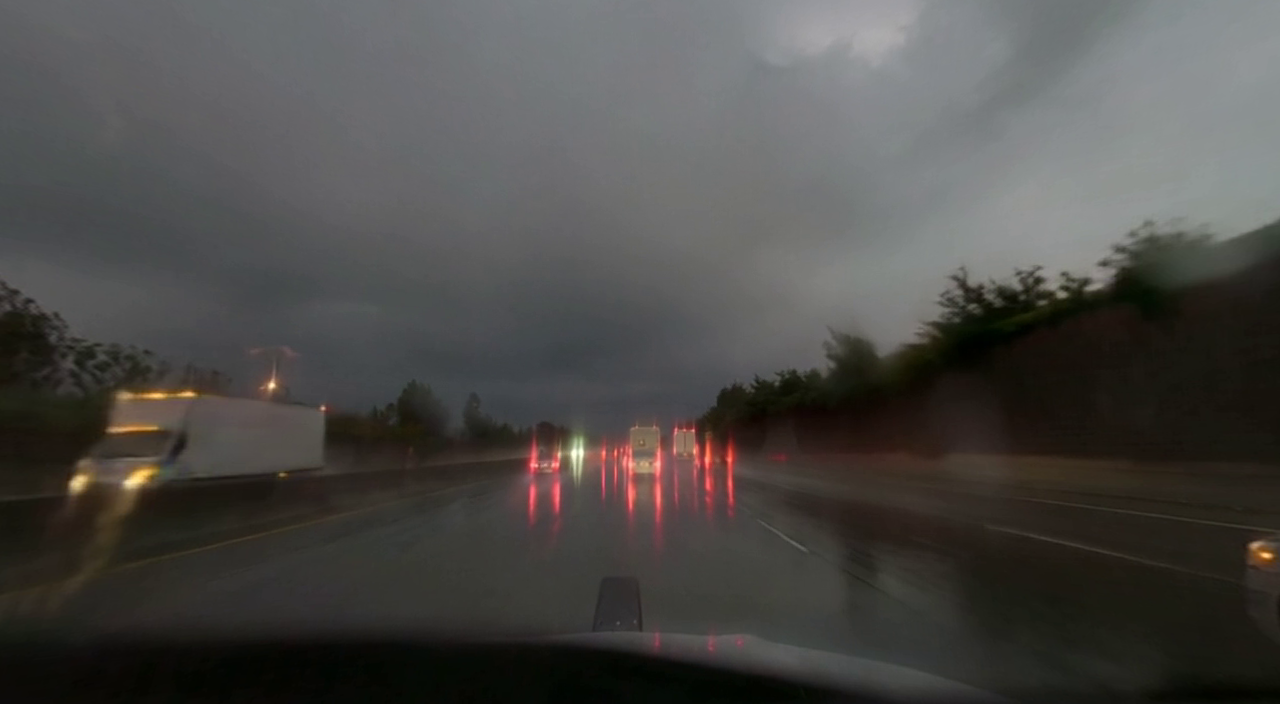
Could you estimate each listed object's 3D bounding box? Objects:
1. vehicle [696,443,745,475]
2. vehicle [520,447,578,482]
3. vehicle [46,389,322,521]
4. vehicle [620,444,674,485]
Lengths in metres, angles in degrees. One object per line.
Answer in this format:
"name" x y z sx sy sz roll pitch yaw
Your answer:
"vehicle" 4.294 5.789 34.053 2.018 1.639 4.149 0 -9 -1
"vehicle" -4.094 5.153 28.984 1.967 1.473 4.439 0 -9 1
"vehicle" -12.661 2.992 18.472 2.653 3.121 6.846 -1 -9 3
"vehicle" 0.256 4.573 25.797 2.015 1.526 4.286 0 -9 0
